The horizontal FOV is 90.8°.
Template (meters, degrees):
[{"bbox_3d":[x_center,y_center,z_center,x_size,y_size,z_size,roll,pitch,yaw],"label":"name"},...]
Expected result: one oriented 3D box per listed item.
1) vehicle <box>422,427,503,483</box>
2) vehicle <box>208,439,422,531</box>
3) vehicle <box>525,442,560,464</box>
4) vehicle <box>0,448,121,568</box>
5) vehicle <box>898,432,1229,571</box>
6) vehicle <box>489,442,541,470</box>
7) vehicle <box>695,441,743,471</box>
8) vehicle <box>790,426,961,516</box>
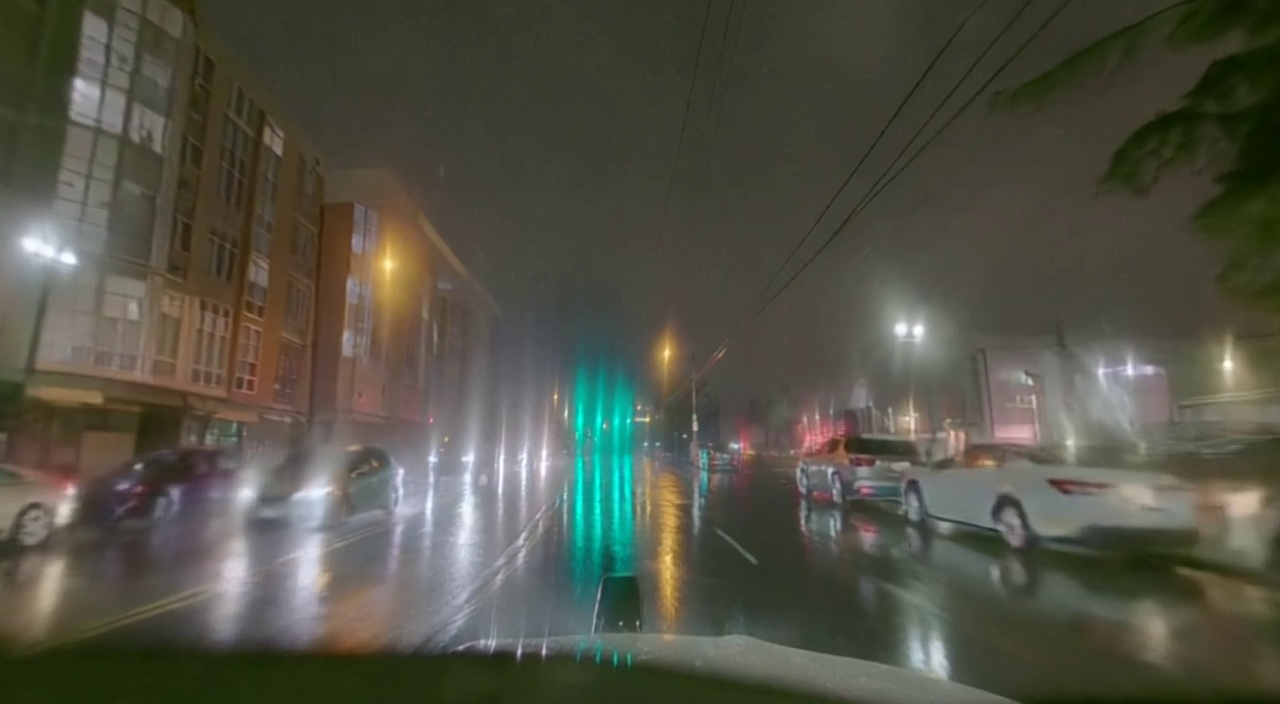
[{"bbox_3d":[-6.648,3.928,24.222,1.937,1.944,4.640,0,-9,-3],"label":"vehicle"},{"bbox_3d":[-6.083,2.520,12.552,2.095,1.493,4.216,0,-9,-2],"label":"vehicle"},{"bbox_3d":[-6.990,7.289,45.570,1.949,1.533,3.864,0,-9,0],"label":"vehicle"},{"bbox_3d":[-9.210,1.943,7.716,2.012,1.514,4.450,0,-9,-2],"label":"vehicle"},{"bbox_3d":[5.702,2.037,9.339,1.915,1.569,4.117,0,-9,-2],"label":"vehicle"},{"bbox_3d":[-6.928,5.826,35.426,2.052,1.481,4.248,0,-9,0],"label":"vehicle"},{"bbox_3d":[4.419,5.899,36.025,1.957,1.572,4.418,0,-9,-2],"label":"vehicle"},{"bbox_3d":[5.375,2.819,15.409,2.059,1.804,5.182,0,-9,-1],"label":"vehicle"}]
